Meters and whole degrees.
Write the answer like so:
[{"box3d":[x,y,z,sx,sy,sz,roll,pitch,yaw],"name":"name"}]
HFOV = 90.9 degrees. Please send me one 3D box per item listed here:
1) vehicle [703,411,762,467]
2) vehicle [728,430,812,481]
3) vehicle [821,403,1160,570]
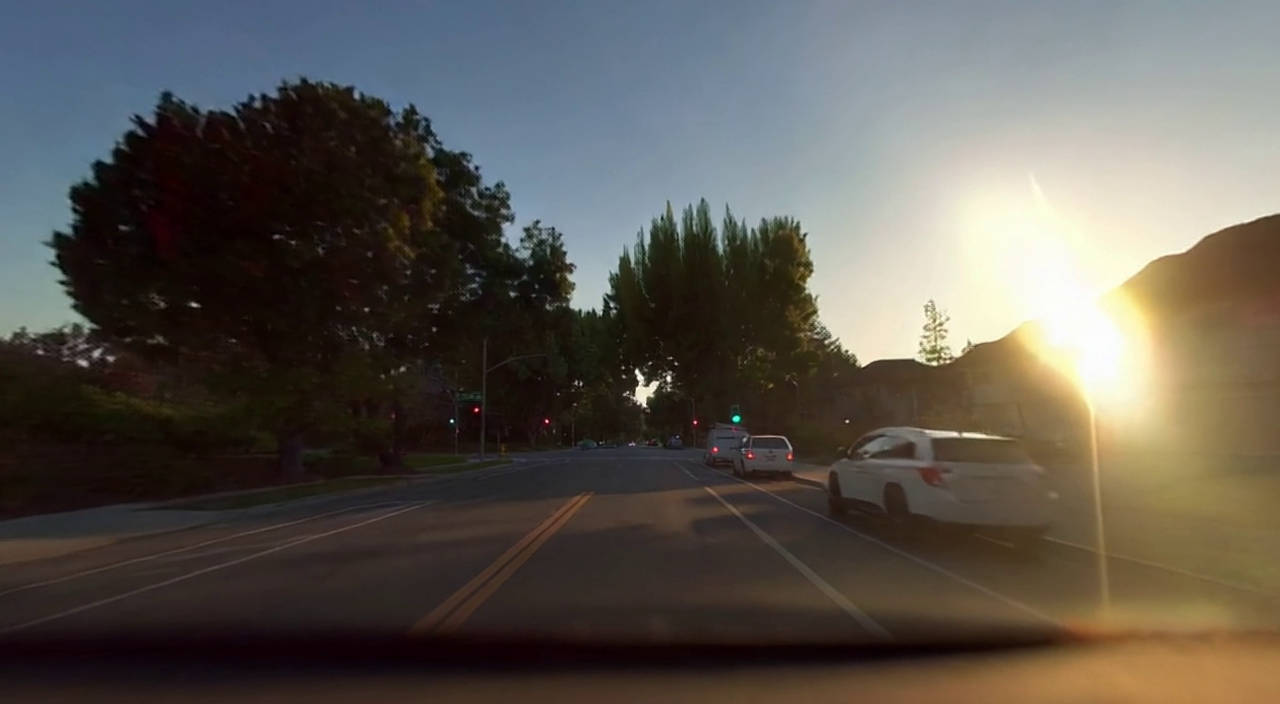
[{"box3d":[4.959,4.790,34.614,2.398,2.806,4.857,0,-8,-1],"name":"vehicle"},{"box3d":[4.777,3.903,24.019,2.202,1.712,4.813,0,-8,0],"name":"vehicle"},{"box3d":[4.599,1.844,9.490,2.279,1.829,4.859,0,-8,0],"name":"vehicle"}]
